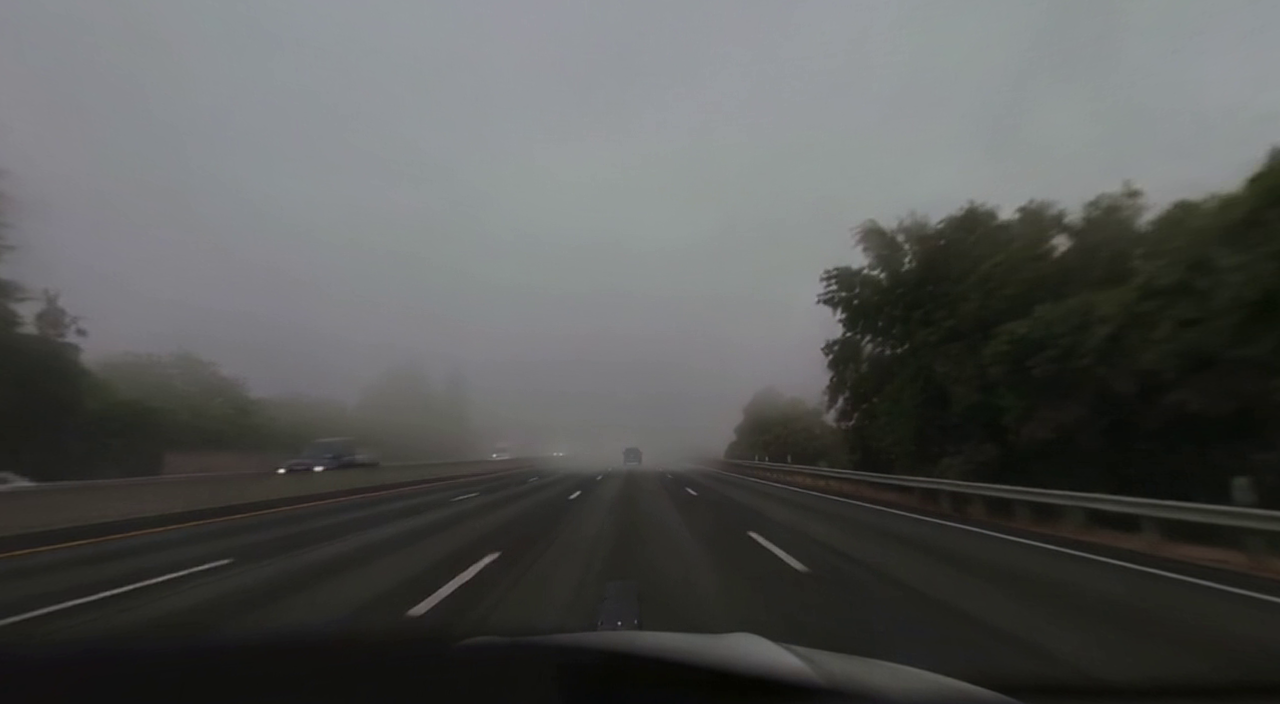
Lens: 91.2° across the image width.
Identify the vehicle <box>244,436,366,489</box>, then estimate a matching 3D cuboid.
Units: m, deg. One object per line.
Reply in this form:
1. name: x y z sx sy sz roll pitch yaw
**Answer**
1. vehicle: -15.655 5.193 29.848 2.429 2.218 6.111 0 -9 0
